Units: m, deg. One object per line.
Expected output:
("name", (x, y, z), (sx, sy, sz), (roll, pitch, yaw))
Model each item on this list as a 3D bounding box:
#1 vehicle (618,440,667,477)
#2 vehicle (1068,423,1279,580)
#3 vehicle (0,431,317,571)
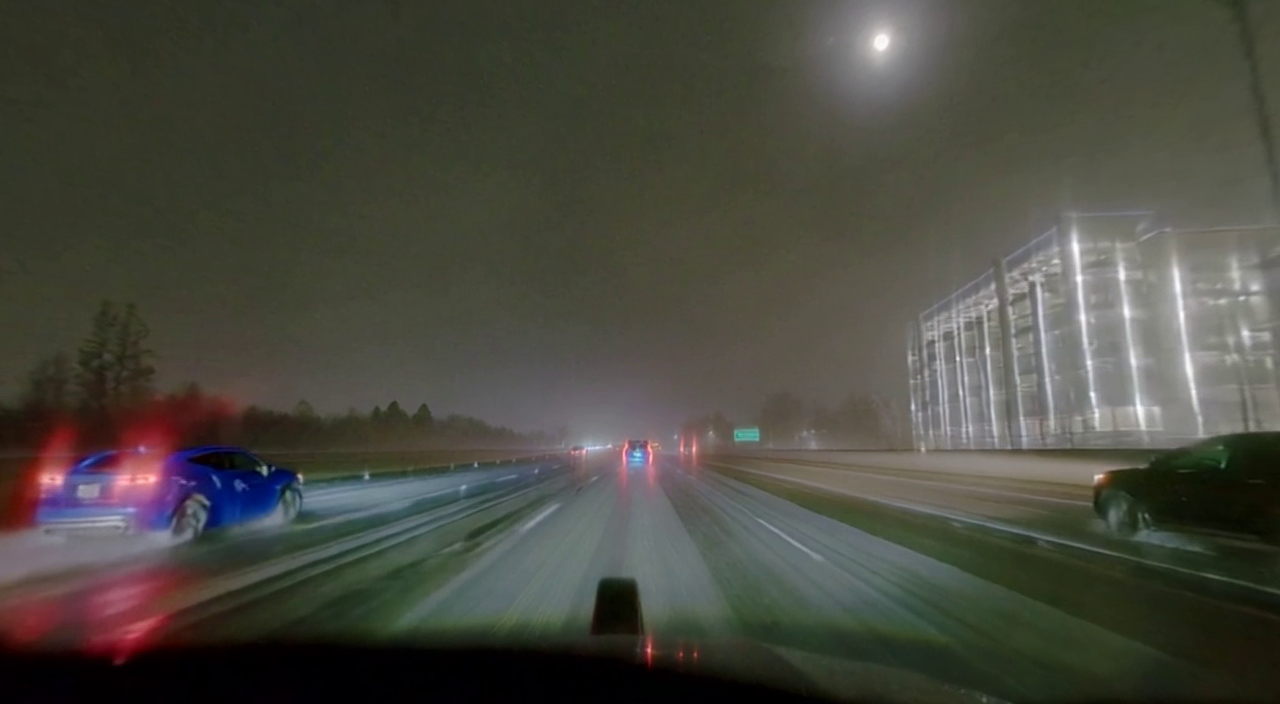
("vehicle", (0.102, 4.739, 28.271), (2.036, 1.542, 3.891), (0, -8, 0))
("vehicle", (7.121, 1.511, 6.559), (1.937, 1.498, 4.710), (0, -8, -1))
("vehicle", (-6.683, 1.905, 8.881), (1.978, 1.477, 4.239), (0, -8, 0))
